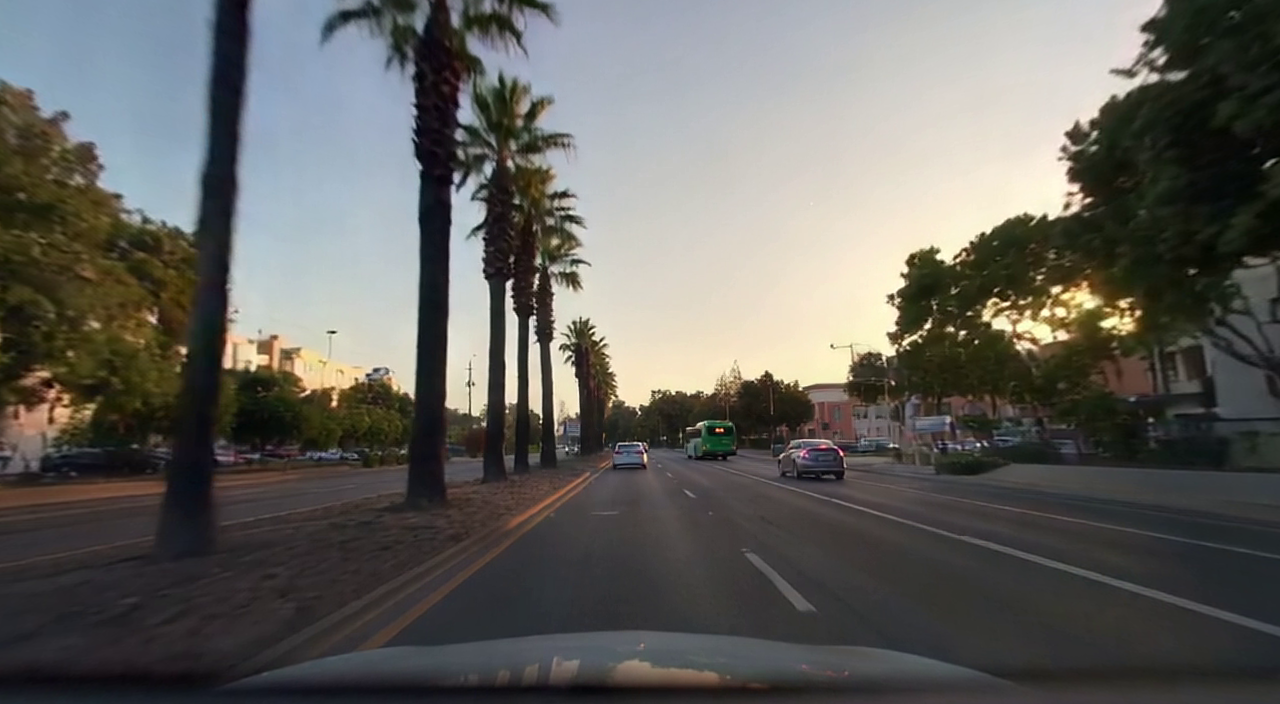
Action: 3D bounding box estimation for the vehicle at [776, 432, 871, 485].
[{"bbox_3d":[6.314,3.715,22.304,2.031,1.670,4.154,0,-9,-1],"label":"vehicle"}]

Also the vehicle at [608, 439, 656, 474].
[{"bbox_3d":[-0.342,4.847,29.394,2.065,1.477,4.306,0,-9,1],"label":"vehicle"}]
